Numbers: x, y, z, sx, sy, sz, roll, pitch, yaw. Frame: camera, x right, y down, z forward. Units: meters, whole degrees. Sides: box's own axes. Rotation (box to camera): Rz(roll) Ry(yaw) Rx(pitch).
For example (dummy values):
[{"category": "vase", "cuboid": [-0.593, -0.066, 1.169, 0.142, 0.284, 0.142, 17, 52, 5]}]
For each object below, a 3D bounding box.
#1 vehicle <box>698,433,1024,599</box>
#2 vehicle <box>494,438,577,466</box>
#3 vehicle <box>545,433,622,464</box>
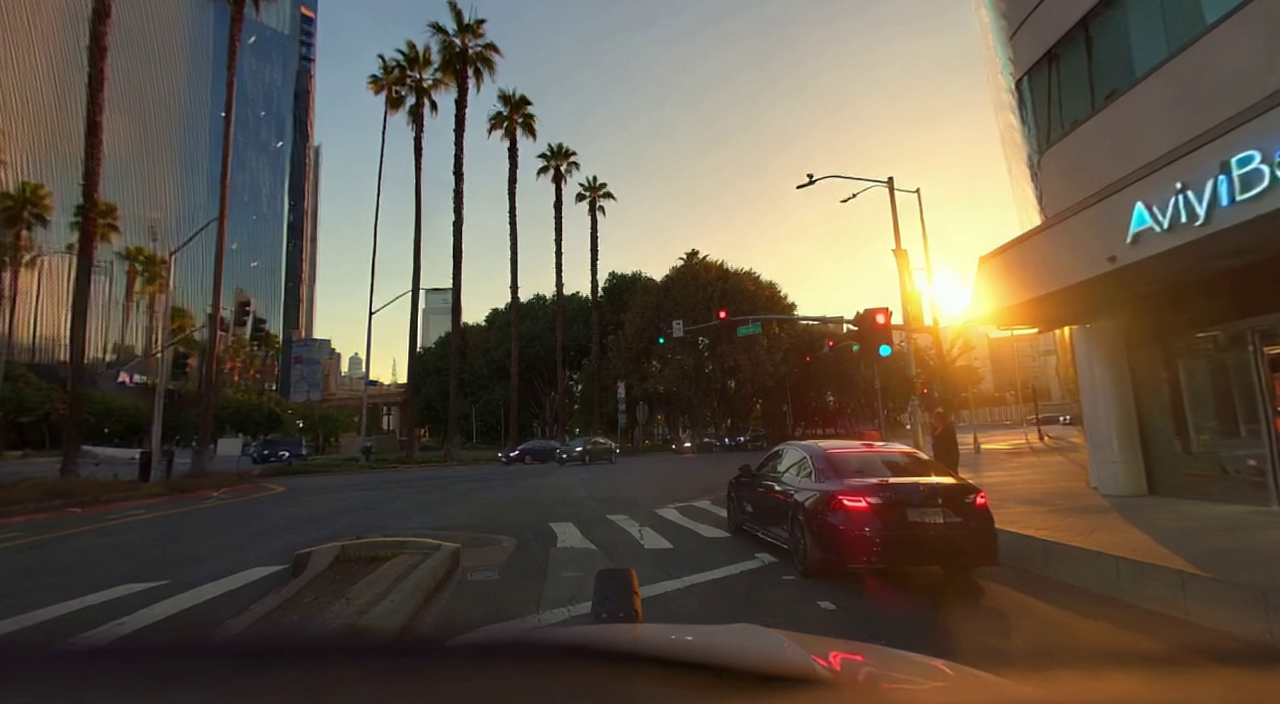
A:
[{"category": "vehicle", "cuboid": [2.253, 1.822, 8.140, 2.090, 1.466, 4.676, 1, -8, -6]}, {"category": "vehicle", "cuboid": [-5.949, 5.773, 36.540, 1.896, 1.492, 4.808, -6, -10, 34]}, {"category": "vehicle", "cuboid": [-2.870, 5.059, 33.309, 2.052, 1.478, 4.395, -4, -9, 26]}]
